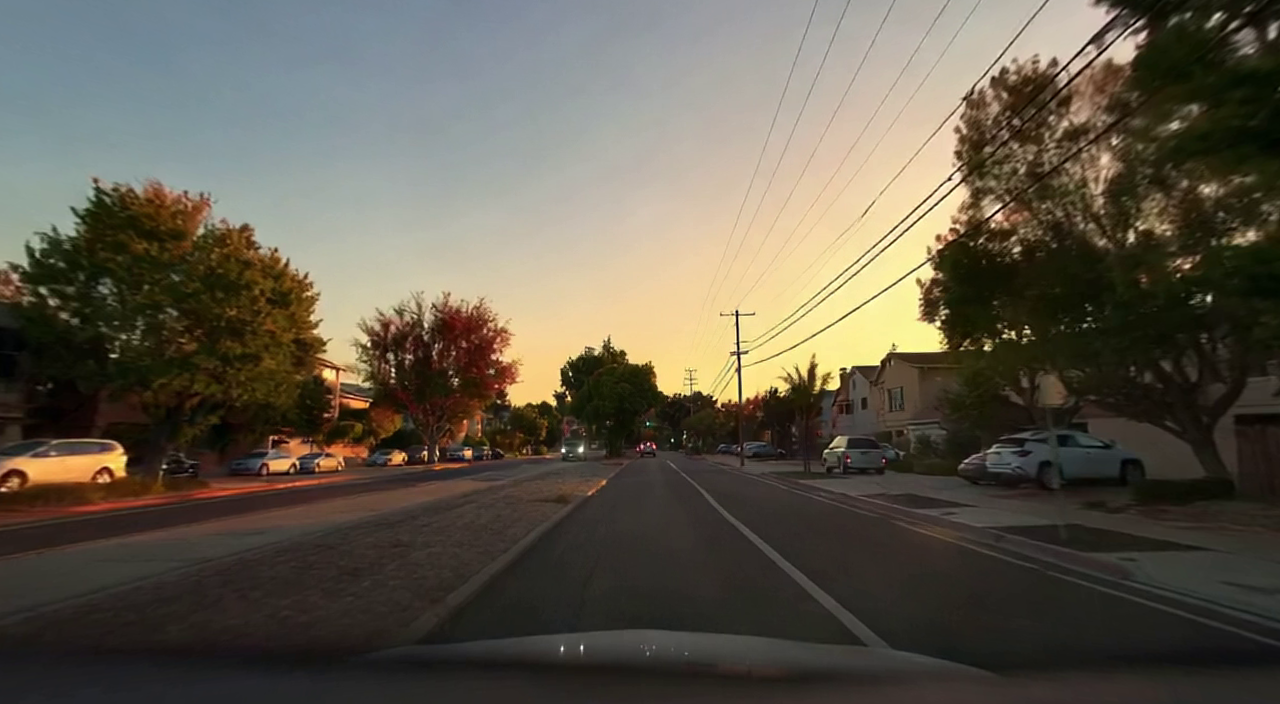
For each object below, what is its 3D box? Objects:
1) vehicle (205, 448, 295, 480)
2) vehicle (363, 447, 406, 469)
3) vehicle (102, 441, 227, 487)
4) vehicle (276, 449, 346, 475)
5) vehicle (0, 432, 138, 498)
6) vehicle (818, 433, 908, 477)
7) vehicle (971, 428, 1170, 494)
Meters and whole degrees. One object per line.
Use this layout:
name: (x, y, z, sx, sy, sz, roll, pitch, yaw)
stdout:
vehicle: (-20.095, 5.769, 32.737, 1.759, 1.519, 4.785, 0, -9, -2)
vehicle: (-20.035, 8.311, 49.621, 1.764, 1.570, 3.910, 0, -9, 0)
vehicle: (-20.210, 4.756, 27.098, 1.787, 1.774, 4.560, 0, -8, 0)
vehicle: (-20.370, 6.805, 39.280, 1.812, 1.501, 4.632, 0, -9, 1)
vehicle: (-20.363, 3.694, 20.948, 2.326, 1.966, 5.795, 0, -9, 3)
vehicle: (11.441, 5.326, 32.885, 2.392, 2.063, 5.213, 1, -9, -5)
vehicle: (13.421, 3.406, 19.933, 4.667, 1.952, 2.063, 0, -9, 2)
